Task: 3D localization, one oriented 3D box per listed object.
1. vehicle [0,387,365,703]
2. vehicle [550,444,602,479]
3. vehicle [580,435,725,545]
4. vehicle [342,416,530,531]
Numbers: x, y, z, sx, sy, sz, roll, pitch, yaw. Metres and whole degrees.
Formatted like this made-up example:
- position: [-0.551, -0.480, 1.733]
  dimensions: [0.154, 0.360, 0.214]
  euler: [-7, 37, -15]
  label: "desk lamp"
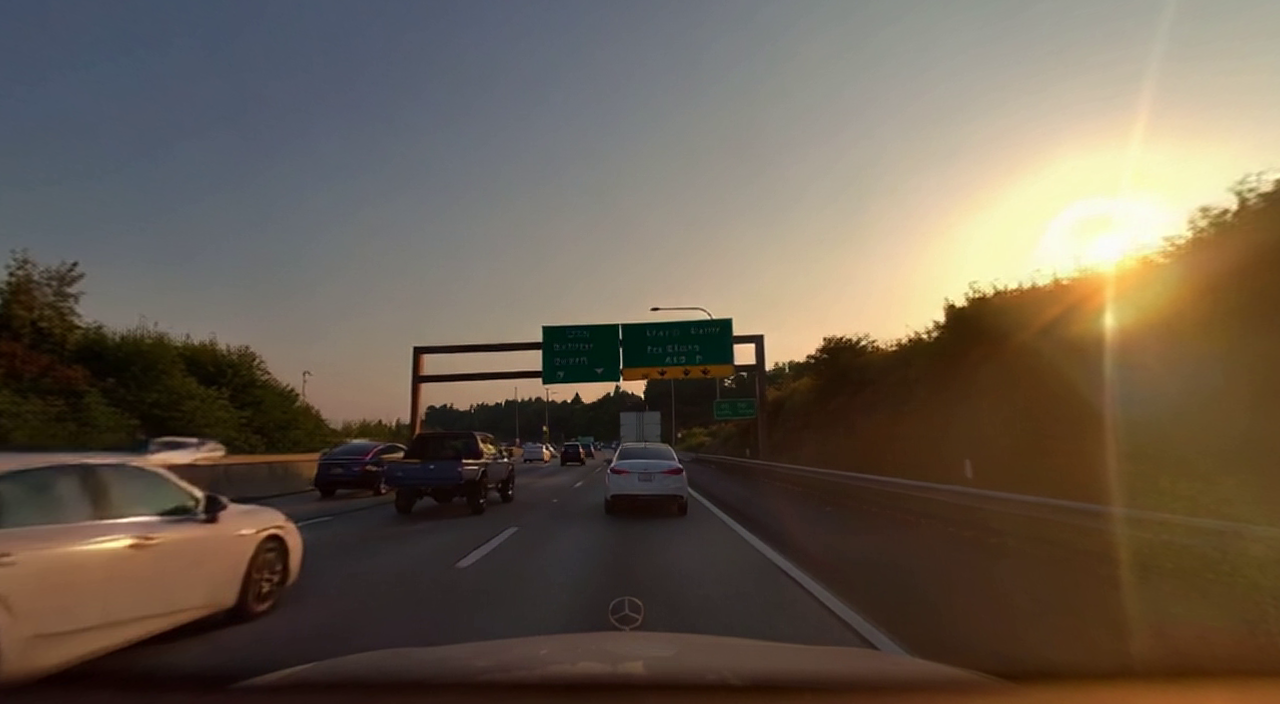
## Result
- position: [-3.373, 1.011, 3.149]
  dimensions: [1.980, 1.491, 4.340]
  euler: [0, -9, 1]
  label: "vehicle"
- position: [-2.875, 5.008, 28.971]
  dimensions: [1.998, 1.466, 3.684]
  euler: [0, -9, 0]
  label: "vehicle"
- position: [0.164, 2.174, 10.471]
  dimensions: [1.995, 1.495, 3.380]
  euler: [0, -9, 0]
  label: "vehicle"
- position: [-3.684, 2.312, 12.502]
  dimensions: [2.051, 1.829, 4.736]
  euler: [0, -9, 1]
  label: "vehicle"
